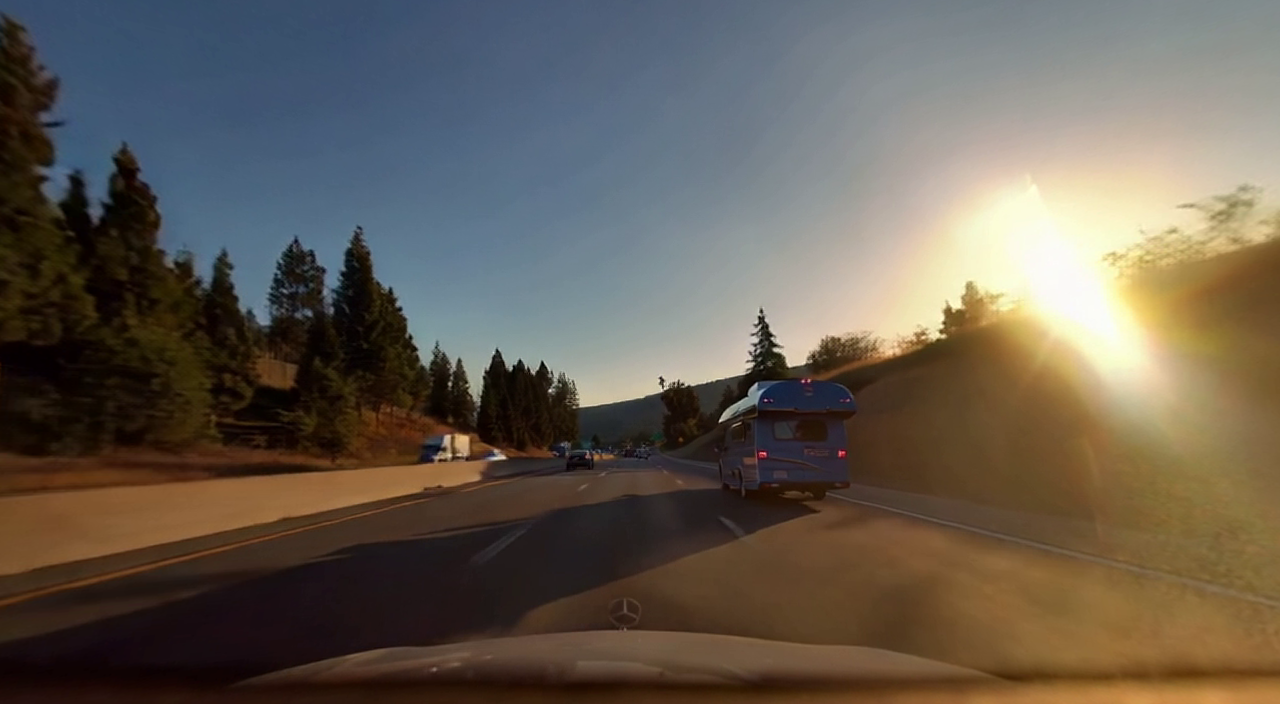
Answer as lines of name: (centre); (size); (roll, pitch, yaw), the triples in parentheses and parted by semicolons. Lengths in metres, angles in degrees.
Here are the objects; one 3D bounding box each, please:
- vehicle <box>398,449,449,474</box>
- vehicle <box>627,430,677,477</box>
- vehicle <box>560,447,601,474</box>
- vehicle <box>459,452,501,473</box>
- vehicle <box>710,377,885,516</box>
vehicle: (-15.182, 7.678, 44.522); (1.953, 1.647, 4.472); (0, -9, 1)
vehicle: (0.589, 5.531, 34.482); (2.524, 2.310, 4.986); (0, -9, 0)
vehicle: (-3.546, 6.563, 38.267); (1.959, 1.502, 4.559); (0, -9, 1)
vehicle: (-11.160, 7.721, 44.243); (1.794, 1.424, 3.959); (0, -9, 1)
vehicle: (3.709, 2.532, 16.980); (2.607, 2.910, 7.252); (0, -9, -2)
